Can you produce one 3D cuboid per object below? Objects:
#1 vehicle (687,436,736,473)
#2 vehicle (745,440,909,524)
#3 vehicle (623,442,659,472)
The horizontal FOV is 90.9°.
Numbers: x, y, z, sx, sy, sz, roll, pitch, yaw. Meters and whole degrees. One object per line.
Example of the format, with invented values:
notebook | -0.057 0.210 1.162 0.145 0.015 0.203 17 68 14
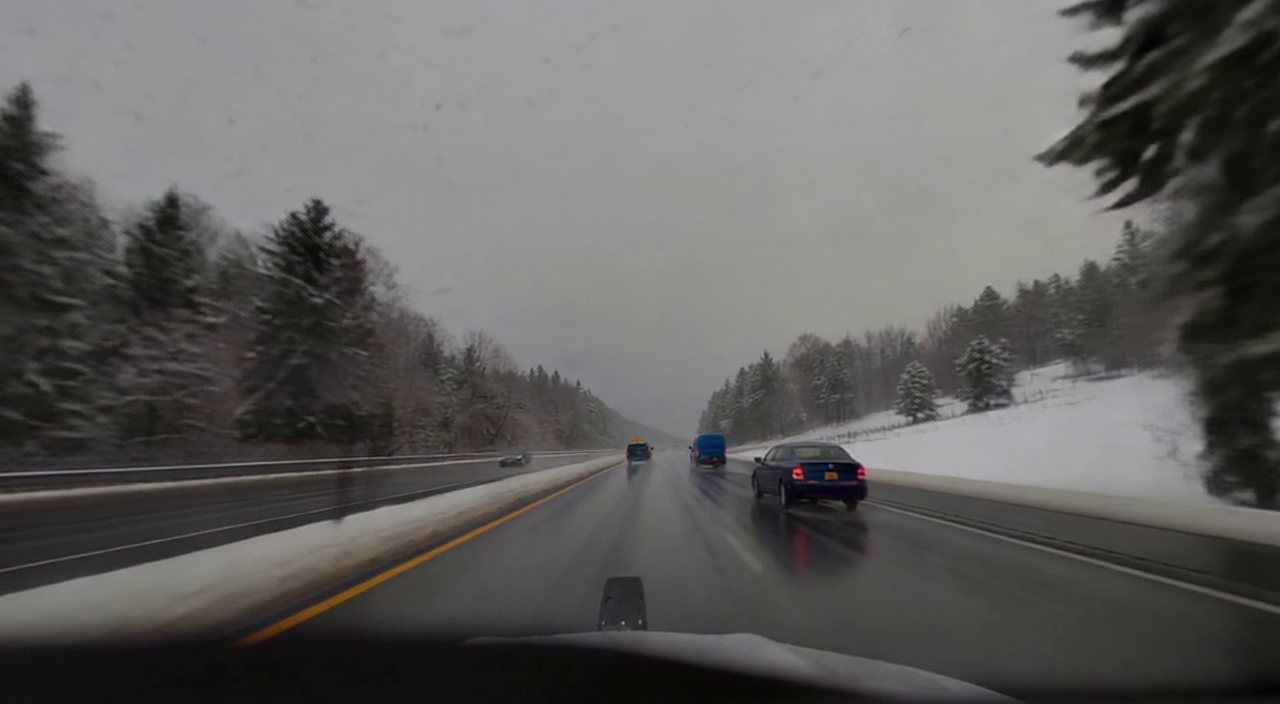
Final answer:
vehicle | 4.188 6.134 37.924 2.371 2.045 4.768 0 -9 0
vehicle | 3.665 2.646 13.466 2.043 1.431 4.922 0 -9 0
vehicle | 0.103 6.323 38.197 2.087 1.707 4.316 0 -9 2
